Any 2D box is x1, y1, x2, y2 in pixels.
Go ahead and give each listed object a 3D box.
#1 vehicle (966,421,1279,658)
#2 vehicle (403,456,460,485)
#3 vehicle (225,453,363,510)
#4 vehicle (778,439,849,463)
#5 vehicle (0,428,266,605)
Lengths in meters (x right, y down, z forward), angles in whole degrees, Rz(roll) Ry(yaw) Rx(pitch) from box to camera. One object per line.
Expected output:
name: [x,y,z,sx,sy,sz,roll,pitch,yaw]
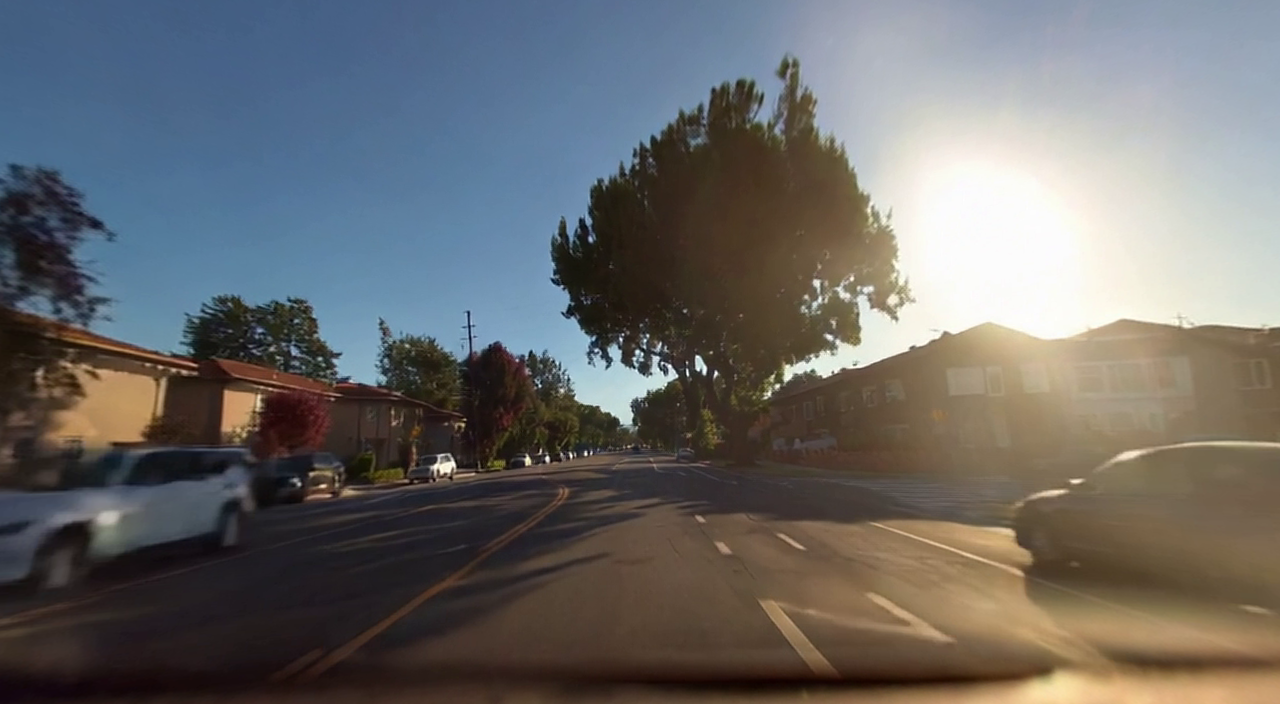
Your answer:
vehicle: [4.960,1.365,5.218,1.950,1.469,4.625,0,-9,-2]
vehicle: [-12.634,7.192,38.581,1.926,1.533,4.557,0,-9,1]
vehicle: [-12.558,4.684,23.471,2.128,1.768,5.306,0,-9,0]
vehicle: [12.933,7.421,47.323,4.696,1.732,1.968,0,-9,0]
vehicle: [-7.406,1.957,8.339,2.092,1.741,4.559,0,-9,0]
